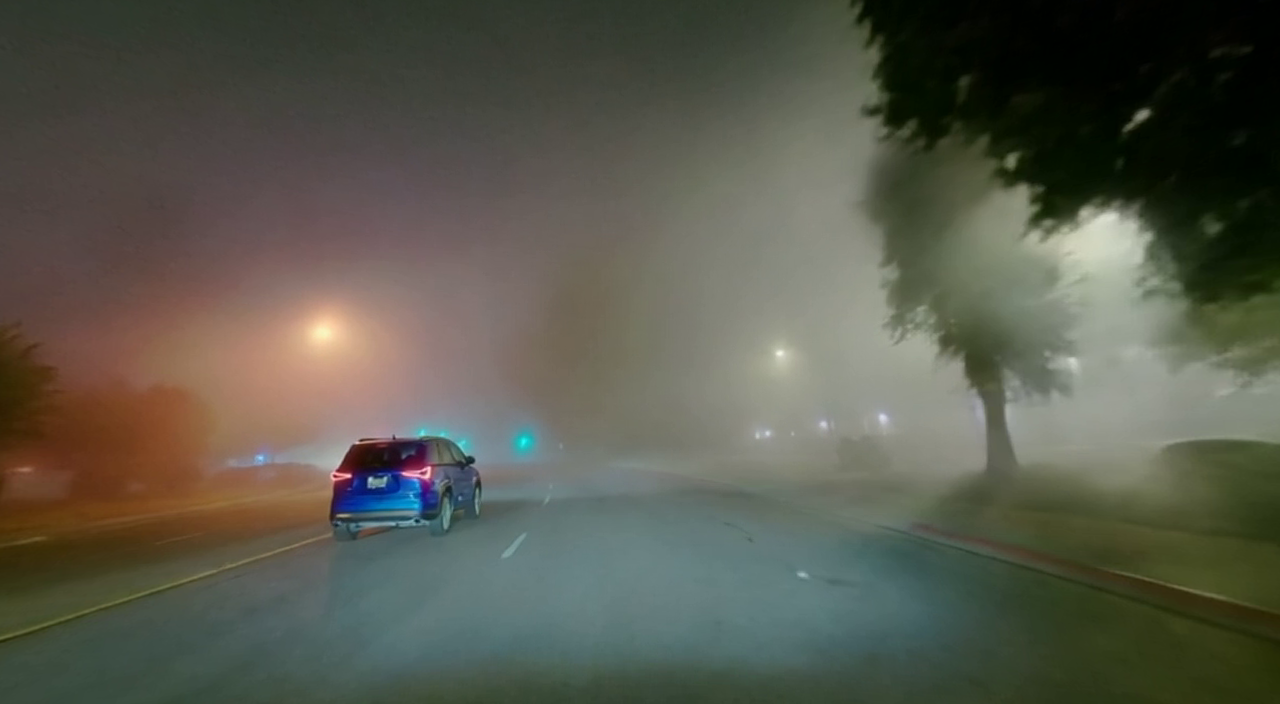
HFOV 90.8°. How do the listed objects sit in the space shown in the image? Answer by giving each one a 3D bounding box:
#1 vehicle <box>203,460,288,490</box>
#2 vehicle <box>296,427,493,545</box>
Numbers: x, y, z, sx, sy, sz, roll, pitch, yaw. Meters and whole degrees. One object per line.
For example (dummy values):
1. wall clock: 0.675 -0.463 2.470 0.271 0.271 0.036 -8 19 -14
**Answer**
1. vehicle: -28.829 8.976 46.275 4.809 1.471 2.012 -5 -7 -14
2. vehicle: -4.327 2.418 12.094 2.175 1.772 4.442 0 -9 -3
